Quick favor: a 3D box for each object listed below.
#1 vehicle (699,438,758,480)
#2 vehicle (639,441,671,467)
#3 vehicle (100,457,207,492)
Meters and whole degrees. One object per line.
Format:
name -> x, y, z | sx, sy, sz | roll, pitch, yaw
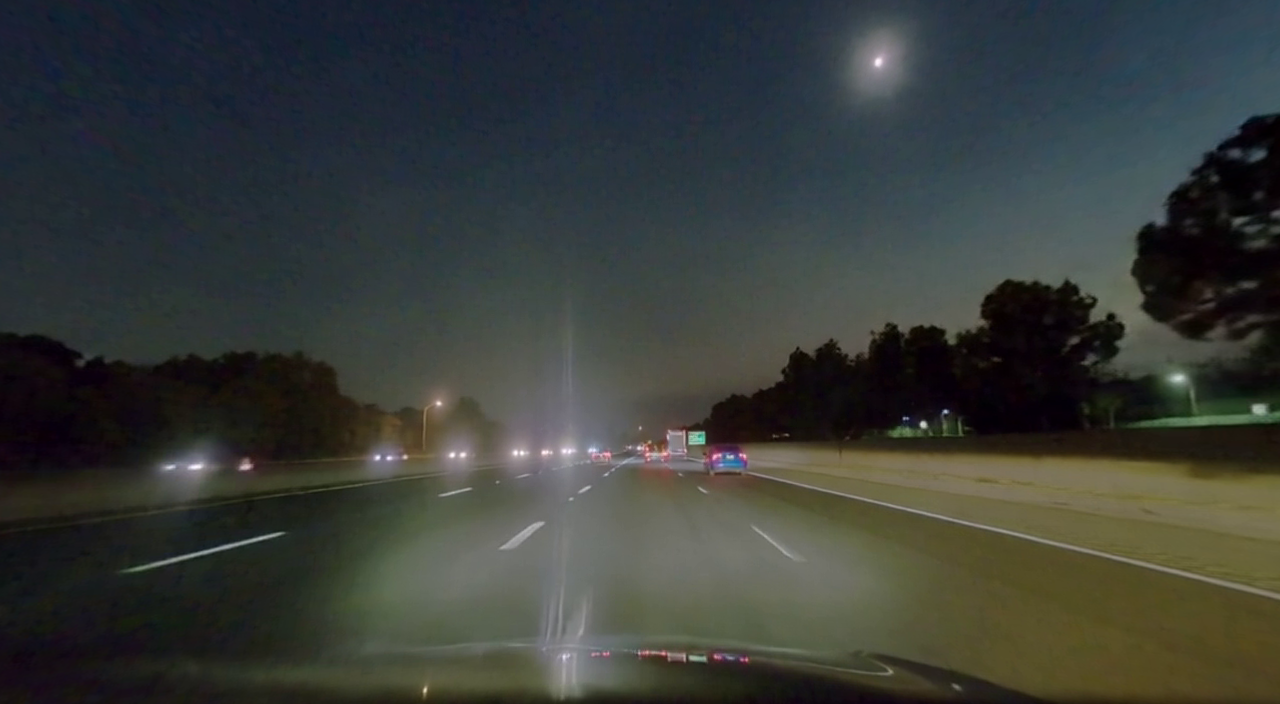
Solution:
vehicle -> 3.920, 4.849, 28.722 | 2.082, 1.720, 4.393 | 0, -9, 0
vehicle -> 1.050, 7.507, 46.487 | 2.205, 1.785, 4.423 | 0, -9, 0
vehicle -> -25.287, 6.334, 32.959 | 1.917, 1.632, 4.412 | 0, -9, 1
